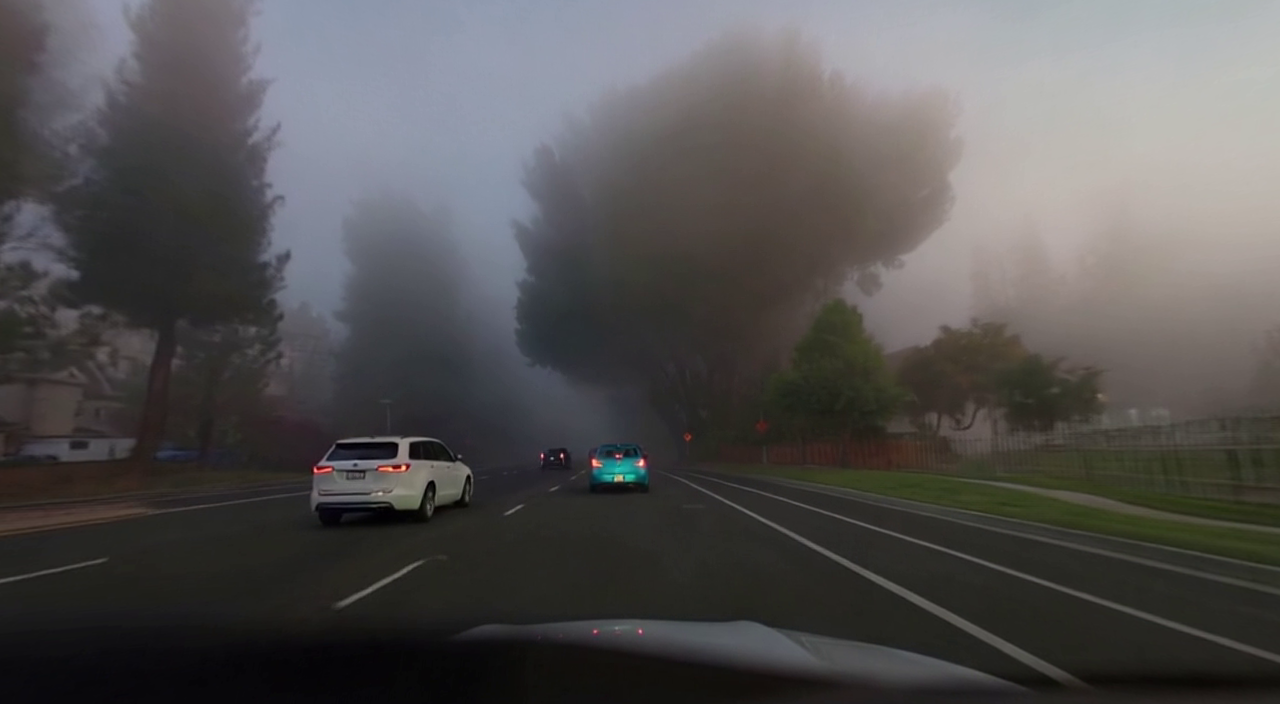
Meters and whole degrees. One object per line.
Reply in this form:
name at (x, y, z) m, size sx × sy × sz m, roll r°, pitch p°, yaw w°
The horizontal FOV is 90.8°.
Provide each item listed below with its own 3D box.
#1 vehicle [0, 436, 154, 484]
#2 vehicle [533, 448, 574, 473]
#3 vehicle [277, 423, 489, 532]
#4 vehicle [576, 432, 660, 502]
vehicle at (-25.689, 4.886, 28.707) m, size 5.216 × 2.058 × 2.299 m, roll 0°, pitch -9°, yaw -1°
vehicle at (-5.419, 6.864, 40.137) m, size 2.014 × 1.493 × 4.658 m, roll 0°, pitch -9°, yaw -1°
vehicle at (-4.684, 2.374, 12.508) m, size 2.243 × 1.722 × 4.621 m, roll 0°, pitch -9°, yaw 0°
vehicle at (-0.608, 3.287, 18.361) m, size 2.131 × 1.761 × 4.242 m, roll 0°, pitch -9°, yaw -1°
